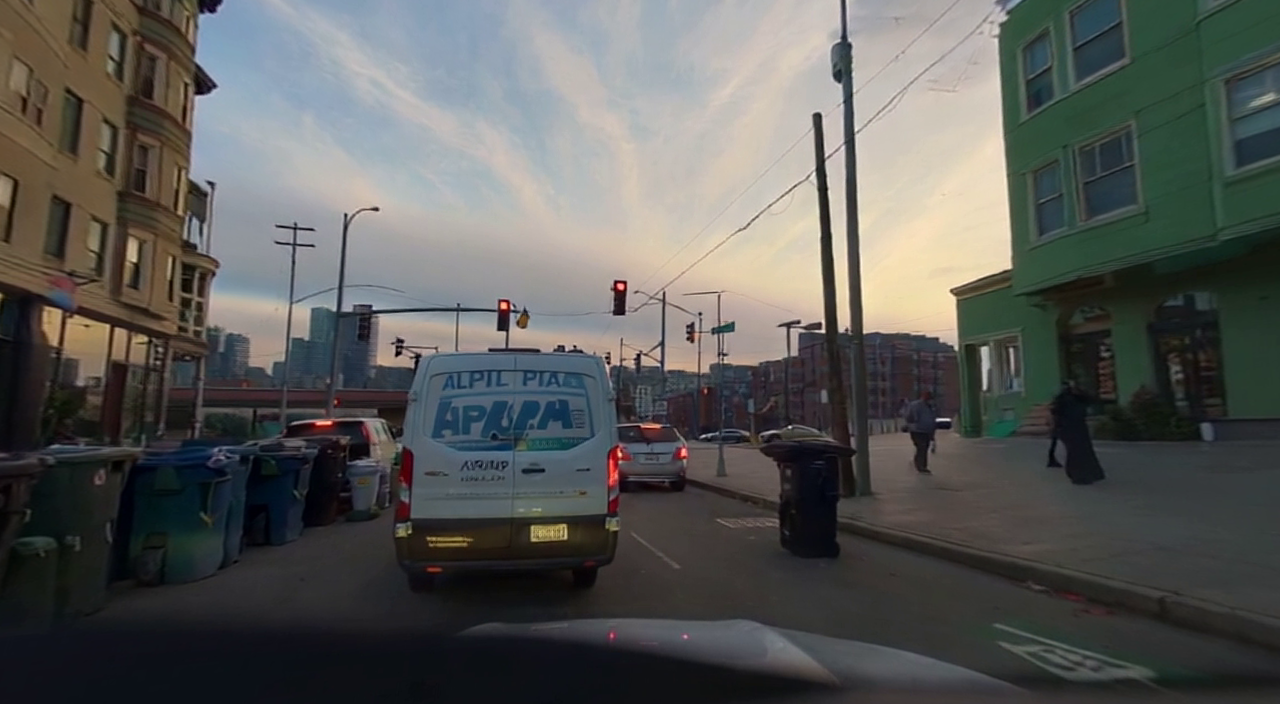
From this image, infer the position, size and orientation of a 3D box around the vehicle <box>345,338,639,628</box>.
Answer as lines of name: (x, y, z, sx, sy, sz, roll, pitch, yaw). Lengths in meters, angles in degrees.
vehicle: (-1.408, 1.159, 6.498, 1.951, 1.907, 4.266, 2, -8, -12)

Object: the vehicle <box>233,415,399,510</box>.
vehicle: (-5.753, 1.966, 11.684, 1.841, 1.461, 3.426, 2, -8, -12)

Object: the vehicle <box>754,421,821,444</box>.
vehicle: (9.690, 5.336, 41.540, 3.885, 1.449, 1.757, 2, -8, -14)

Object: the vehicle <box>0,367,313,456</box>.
vehicle: (-19.401, 2.497, 25.204, 10.606, 3.178, 3.014, 2, -8, -14)
